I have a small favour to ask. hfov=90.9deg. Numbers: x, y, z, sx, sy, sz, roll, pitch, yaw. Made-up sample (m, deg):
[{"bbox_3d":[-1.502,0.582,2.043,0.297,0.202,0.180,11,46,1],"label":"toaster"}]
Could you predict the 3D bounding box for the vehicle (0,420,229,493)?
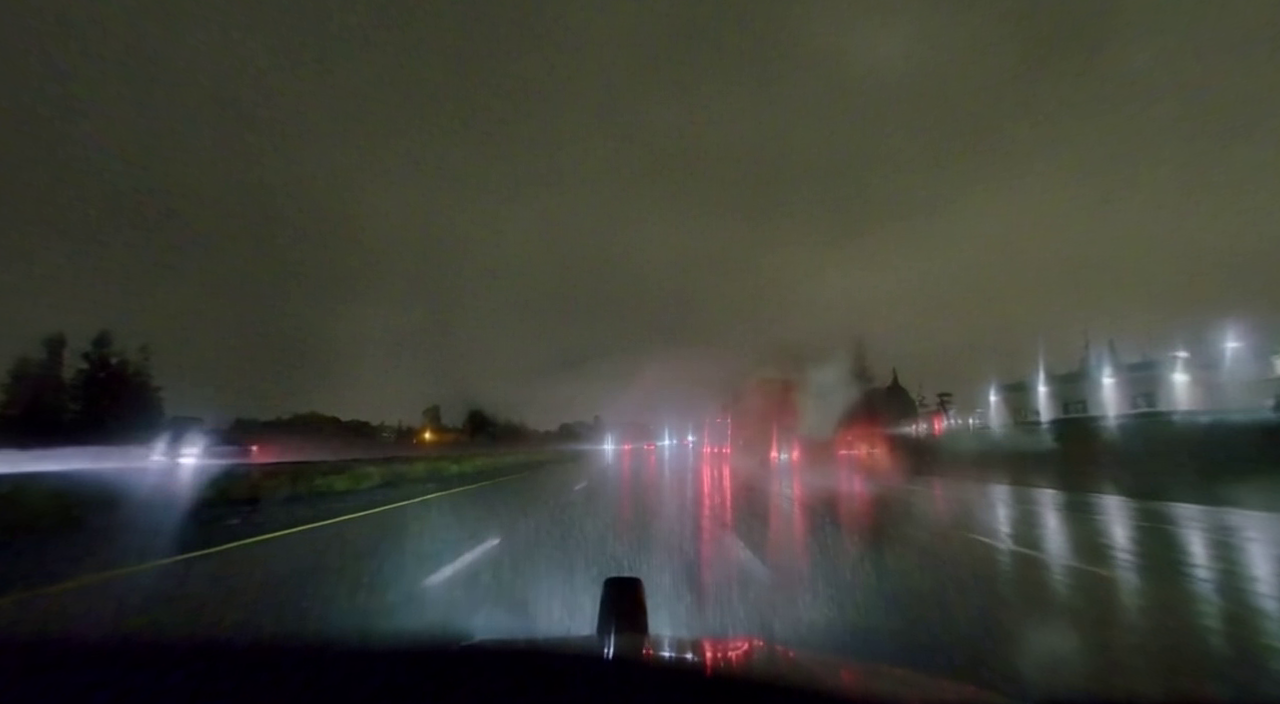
[{"bbox_3d":[-24.591,4.512,27.664,2.884,2.602,15.297,0,-8,1],"label":"vehicle"}]
